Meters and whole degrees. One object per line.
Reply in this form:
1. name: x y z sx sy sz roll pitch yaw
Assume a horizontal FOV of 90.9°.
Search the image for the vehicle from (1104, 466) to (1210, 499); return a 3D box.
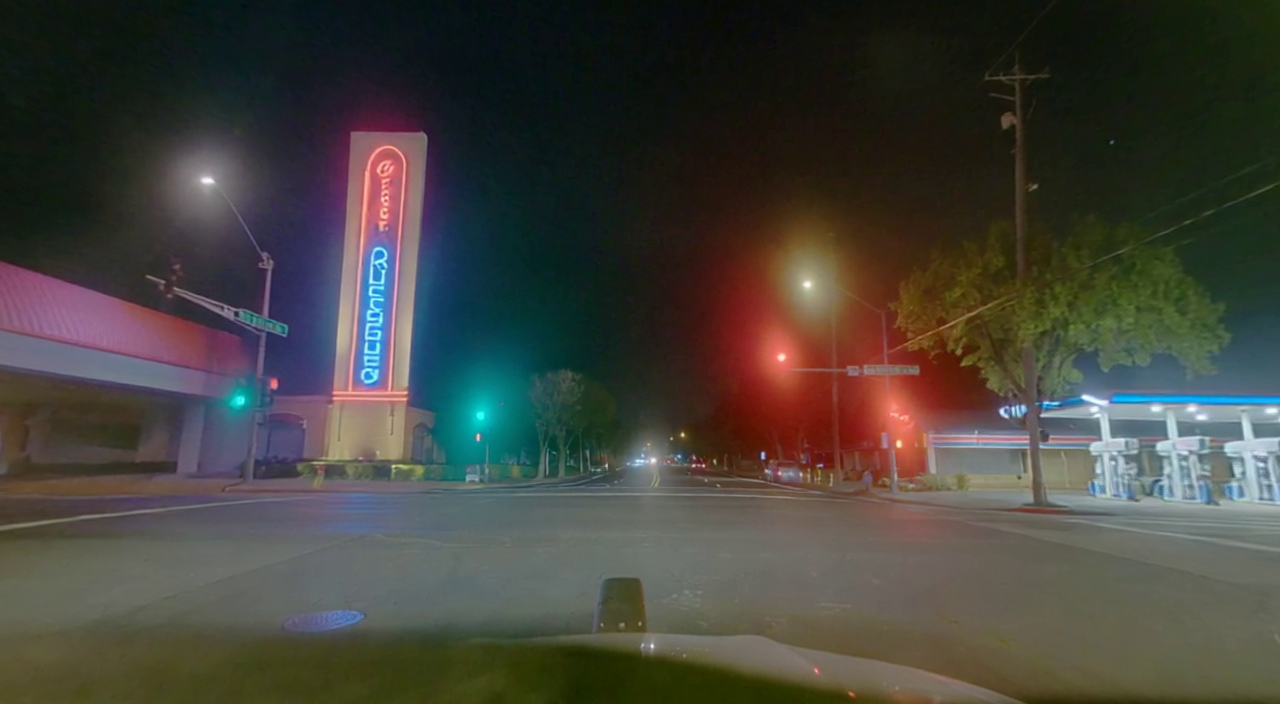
1. vehicle: 27.992 7.053 34.334 1.897 1.466 4.211 1 -8 -6
